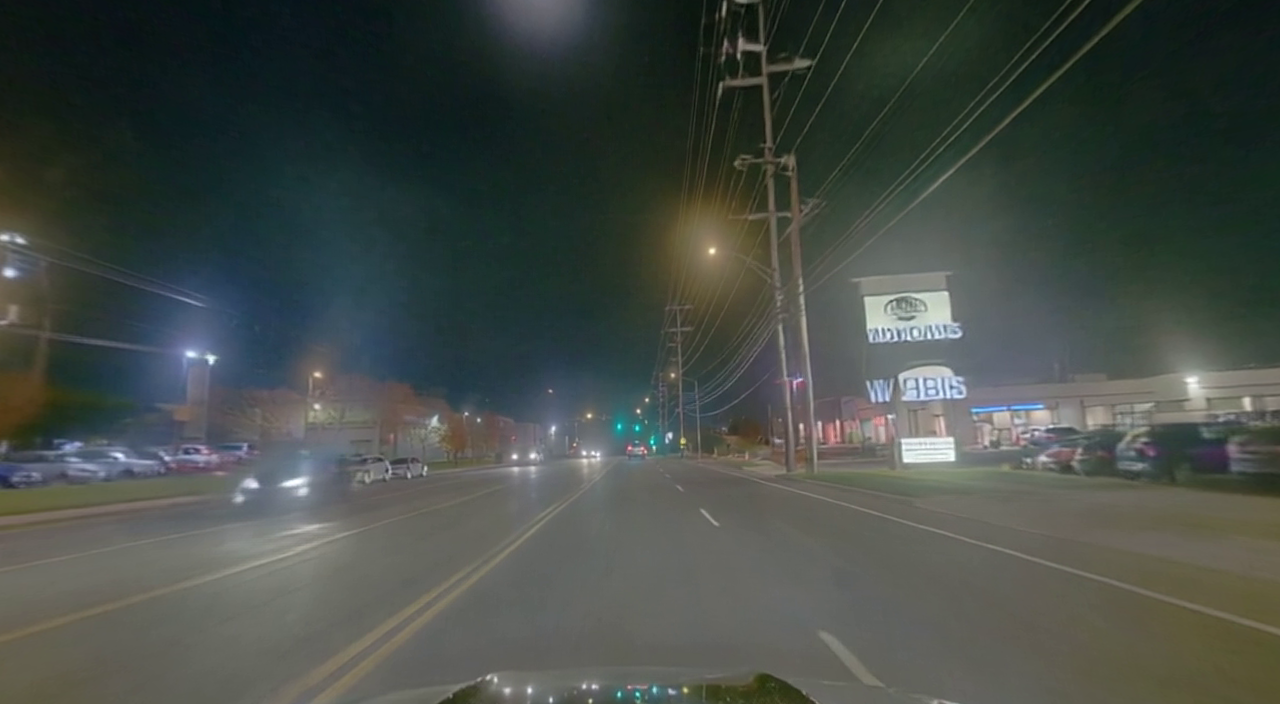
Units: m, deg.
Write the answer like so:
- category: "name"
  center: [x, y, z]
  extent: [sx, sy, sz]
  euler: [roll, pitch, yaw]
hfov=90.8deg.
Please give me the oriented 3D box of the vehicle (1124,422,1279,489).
- category: "vehicle"
  center: [14.192, 2.390, 14.912]
  extent: [3.943, 1.370, 1.913]
  euler: [-2, -8, -2]

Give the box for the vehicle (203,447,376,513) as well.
- category: "vehicle"
  center: [-9.123, 3.336, 17.025]
  extent: [1.988, 1.472, 4.633]
  euler: [0, -8, 1]

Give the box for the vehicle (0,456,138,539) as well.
- category: "vehicle"
  center: [-13.852, 3.162, 14.028]
  extent: [1.891, 1.565, 4.315]
  euler: [1, -8, -1]
